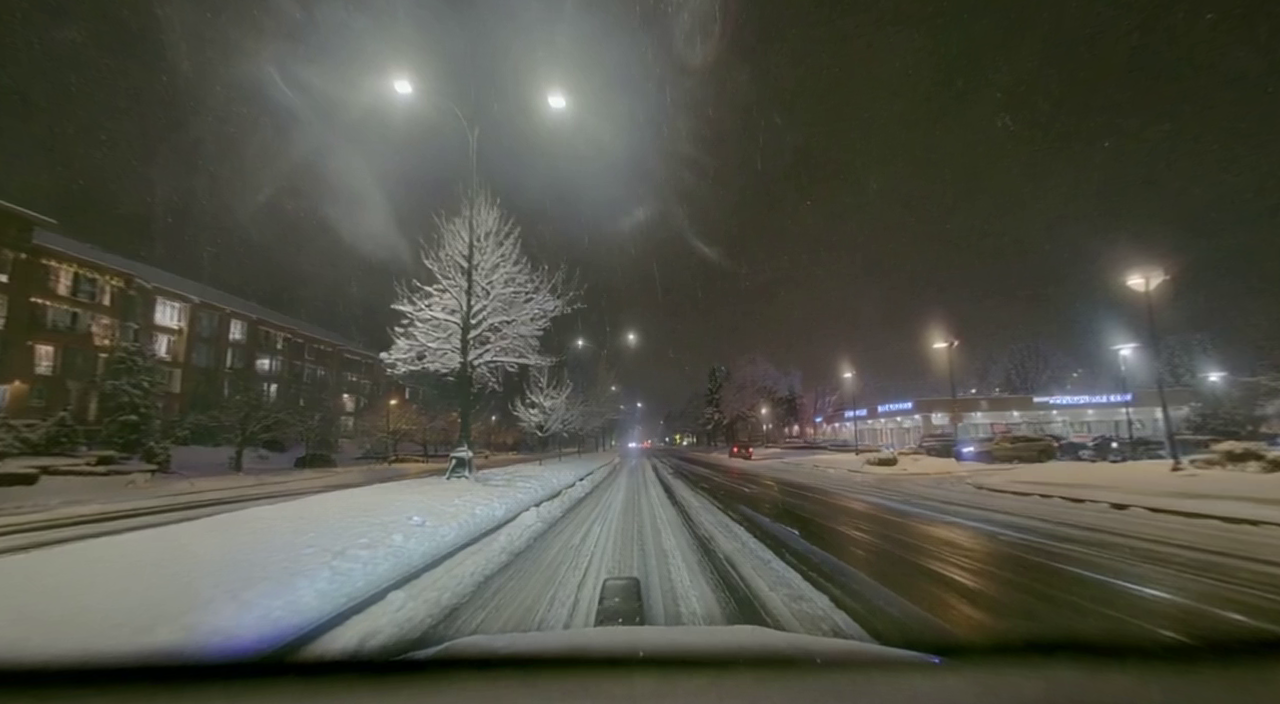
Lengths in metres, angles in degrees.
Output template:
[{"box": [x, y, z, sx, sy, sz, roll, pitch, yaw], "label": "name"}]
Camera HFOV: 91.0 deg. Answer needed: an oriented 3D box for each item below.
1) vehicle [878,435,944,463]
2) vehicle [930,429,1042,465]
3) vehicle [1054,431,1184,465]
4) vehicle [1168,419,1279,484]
[{"box": [19.307, 6.974, 45.161, 2.179, 1.767, 5.837, -2, -9, 0], "label": "vehicle"}, {"box": [19.256, 5.317, 35.375, 2.151, 1.838, 5.534, 3, -9, -15], "label": "vehicle"}, {"box": [24.781, 4.986, 32.783, 2.007, 1.611, 4.847, 5, -10, -29], "label": "vehicle"}, {"box": [18.960, 2.924, 18.580, 2.266, 1.794, 4.985, 1, -8, -2], "label": "vehicle"}]
